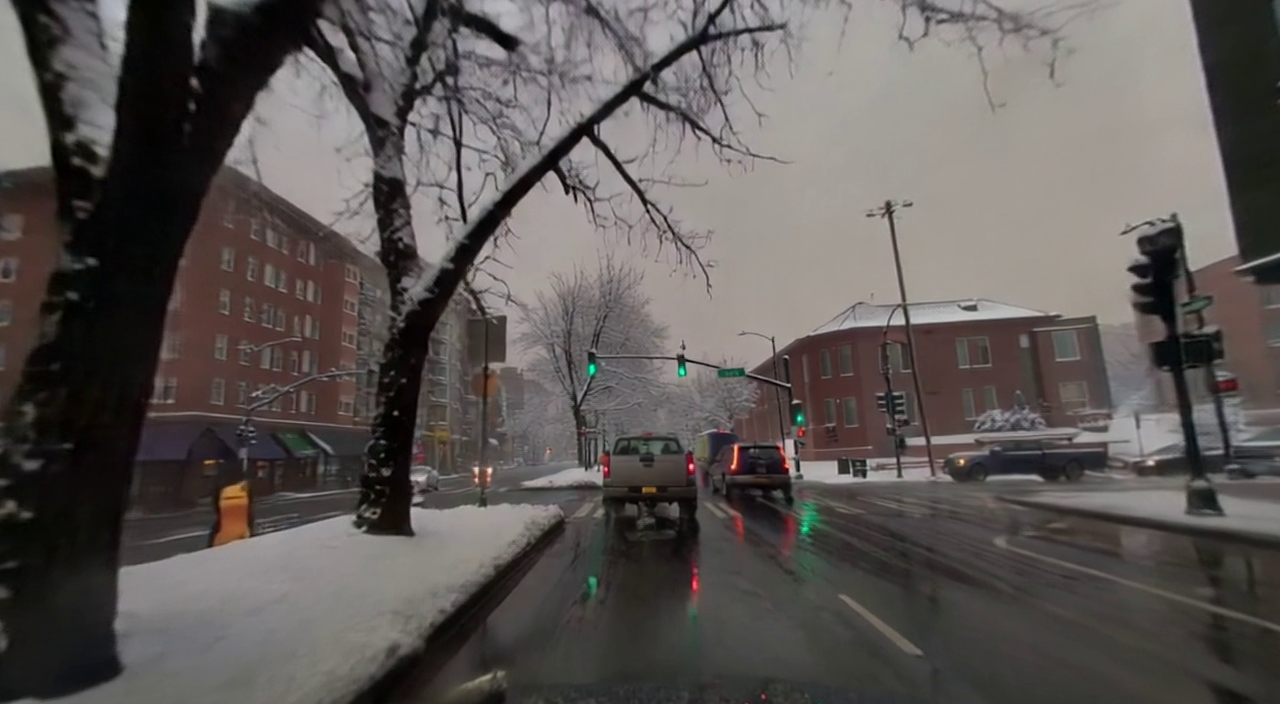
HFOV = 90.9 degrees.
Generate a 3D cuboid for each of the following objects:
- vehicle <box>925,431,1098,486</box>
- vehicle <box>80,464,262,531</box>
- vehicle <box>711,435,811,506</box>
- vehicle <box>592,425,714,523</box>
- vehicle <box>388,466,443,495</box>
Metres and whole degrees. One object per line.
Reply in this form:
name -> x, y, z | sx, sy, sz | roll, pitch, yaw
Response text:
vehicle -> 14.093, 4.079, 24.256 | 5.156, 2.005, 2.122 | -1, -9, 6
vehicle -> -13.721, 4.241, 18.877 | 2.035, 1.619, 4.327 | 0, -9, 1
vehicle -> 3.290, 3.301, 17.976 | 1.939, 1.746, 4.091 | 0, -9, -1
vehicle -> 0.216, 2.515, 13.529 | 2.209, 1.748, 4.130 | 0, -9, 0
vehicle -> -14.107, 8.085, 39.886 | 1.856, 1.521, 4.309 | 0, -9, 0
